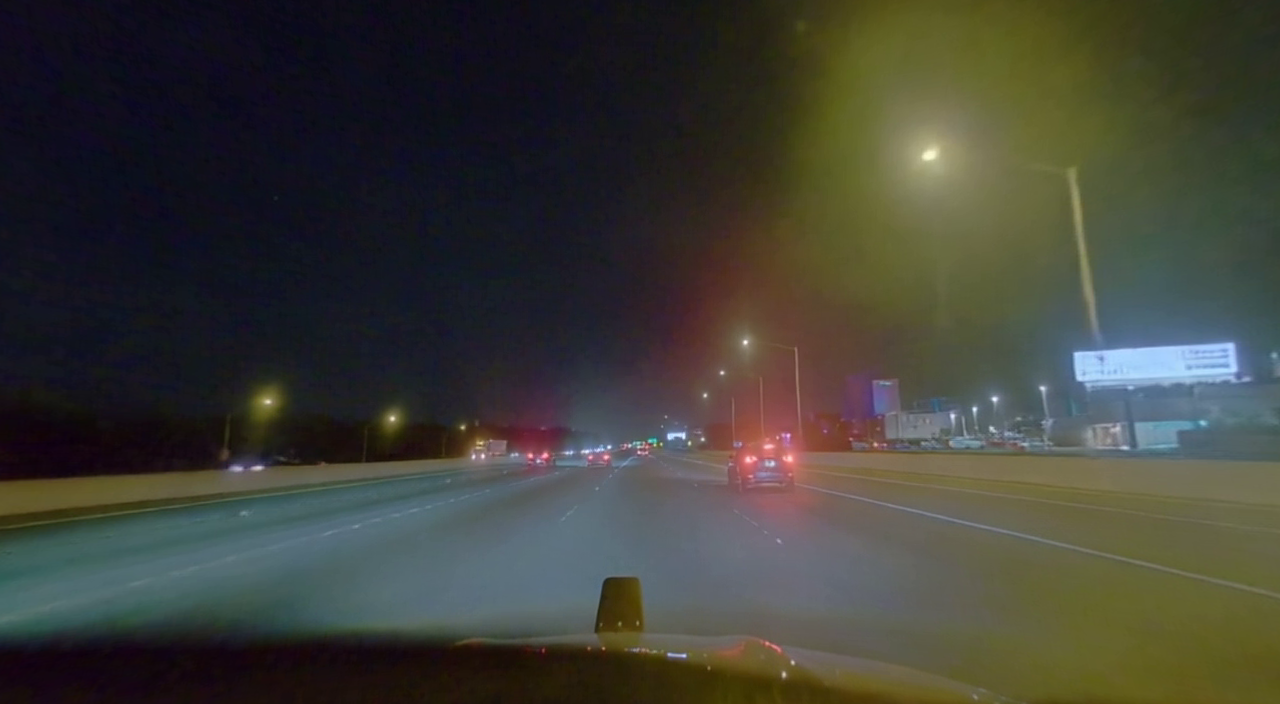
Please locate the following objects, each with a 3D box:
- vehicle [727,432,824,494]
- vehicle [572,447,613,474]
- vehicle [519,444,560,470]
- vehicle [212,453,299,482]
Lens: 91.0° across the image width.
[{"bbox_3d":[4.309,3.613,20.836,2.109,1.764,4.704,0,-9,0],"label":"vehicle"},{"bbox_3d":[-2.812,6.557,38.417,2.139,1.510,4.506,0,-9,0],"label":"vehicle"},{"bbox_3d":[-7.337,7.695,46.327,2.112,1.813,4.716,0,-9,1],"label":"vehicle"},{"bbox_3d":[-27.537,8.265,45.456,2.349,1.847,6.197,0,-9,0],"label":"vehicle"}]
